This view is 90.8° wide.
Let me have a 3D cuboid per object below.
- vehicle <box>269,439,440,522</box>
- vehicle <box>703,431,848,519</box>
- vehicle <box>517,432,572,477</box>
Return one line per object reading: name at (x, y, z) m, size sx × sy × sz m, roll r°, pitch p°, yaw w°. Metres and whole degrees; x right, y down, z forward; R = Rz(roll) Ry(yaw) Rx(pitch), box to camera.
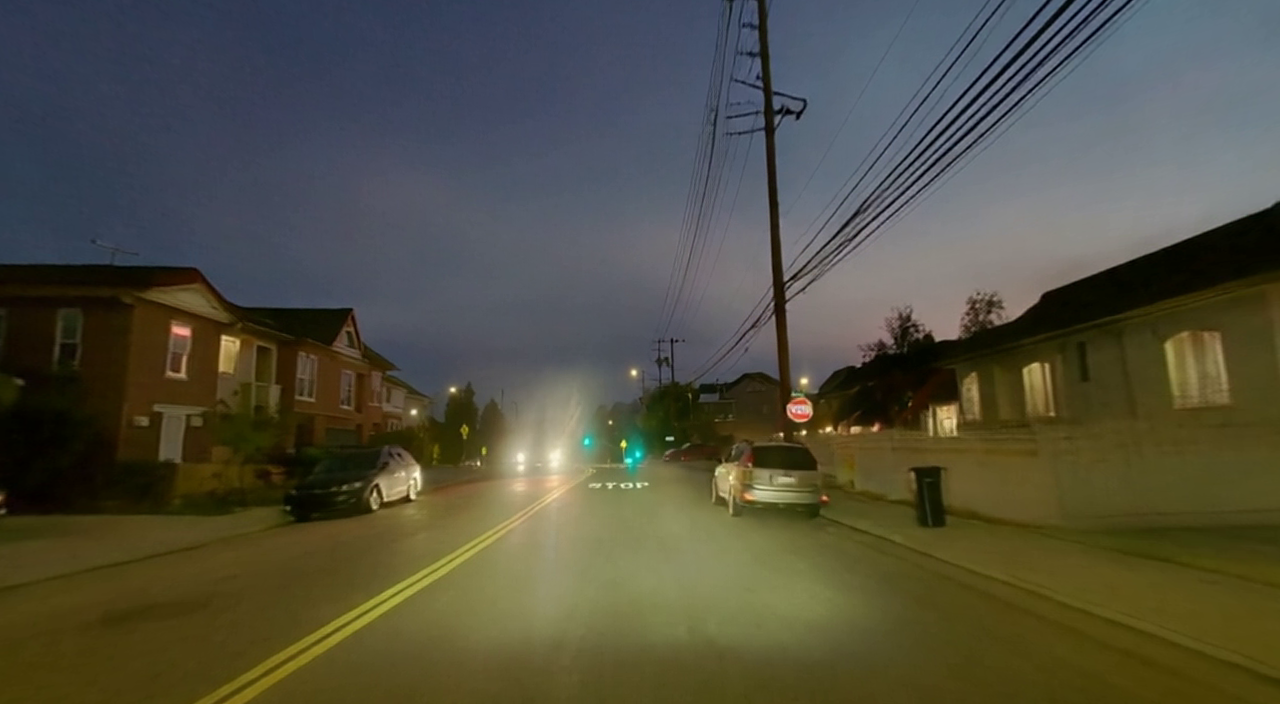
vehicle at (-6.983, 3.129, 16.160) m, size 2.156 × 1.728 × 4.619 m, roll -2°, pitch -8°, yaw 1°
vehicle at (2.626, 2.514, 13.473) m, size 2.080 × 1.531 × 4.415 m, roll 0°, pitch -8°, yaw -1°
vehicle at (-4.401, 4.799, 29.805) m, size 2.277 × 1.970 × 4.512 m, roll 1°, pitch -8°, yaw -5°
